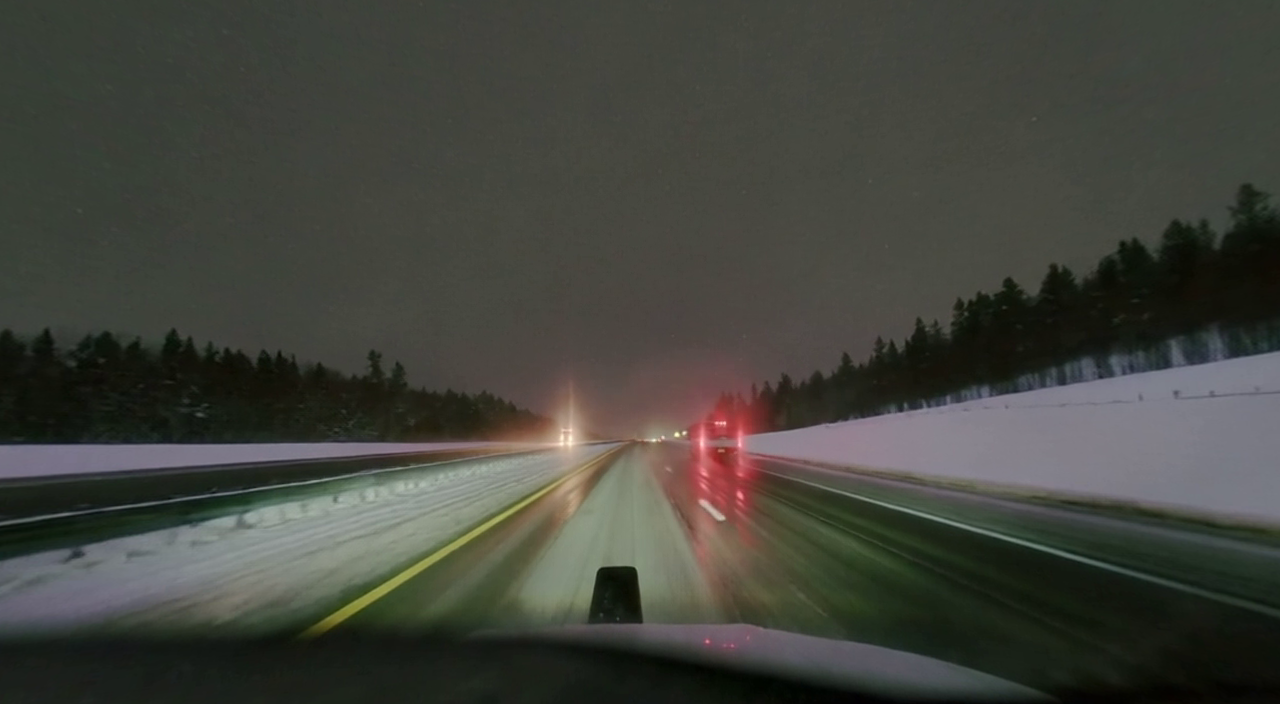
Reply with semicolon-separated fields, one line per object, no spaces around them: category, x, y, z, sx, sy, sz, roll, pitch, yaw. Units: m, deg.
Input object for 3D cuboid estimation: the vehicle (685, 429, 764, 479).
vehicle;2.825;3.528;22.090;2.084;1.583;4.420;0;-8;-1
